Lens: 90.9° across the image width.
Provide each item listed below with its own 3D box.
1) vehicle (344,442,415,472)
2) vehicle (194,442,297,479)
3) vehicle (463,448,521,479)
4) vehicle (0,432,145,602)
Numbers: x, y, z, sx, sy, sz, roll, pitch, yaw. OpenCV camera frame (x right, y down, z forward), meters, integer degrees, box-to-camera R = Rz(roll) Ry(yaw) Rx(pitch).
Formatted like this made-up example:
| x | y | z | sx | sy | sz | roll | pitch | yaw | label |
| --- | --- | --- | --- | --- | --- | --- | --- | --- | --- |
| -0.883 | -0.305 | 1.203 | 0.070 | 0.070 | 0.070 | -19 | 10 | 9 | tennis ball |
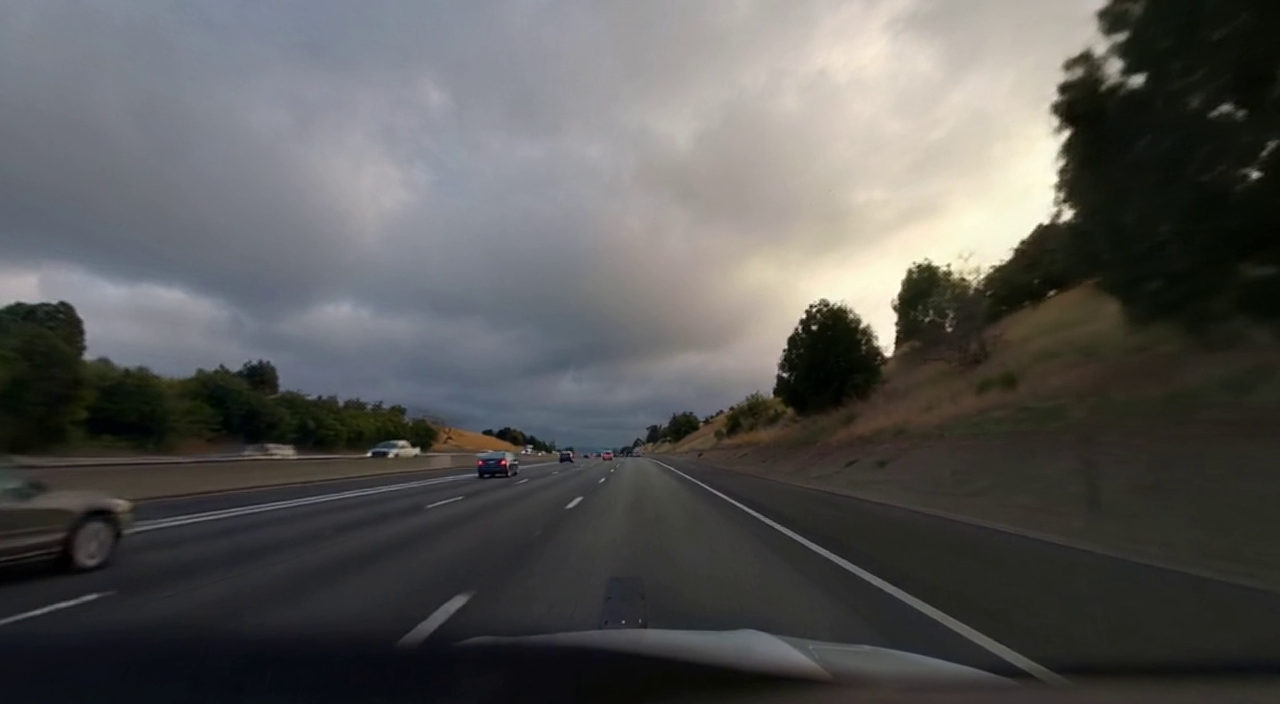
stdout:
| x | y | z | sx | sy | sz | roll | pitch | yaw | label |
| --- | --- | --- | --- | --- | --- | --- | --- | --- | --- |
| -15.057 | 6.103 | 36.754 | 2.070 | 1.621 | 4.781 | 0 | -9 | 0 | vehicle |
| -18.525 | 5.122 | 29.876 | 1.931 | 1.572 | 4.643 | 0 | -9 | -1 | vehicle |
| -7.507 | 5.695 | 32.417 | 1.966 | 1.476 | 4.240 | 0 | -9 | 0 | vehicle |
| -6.669 | 1.343 | 4.778 | 2.015 | 1.483 | 4.626 | 0 | -9 | 1 | vehicle |
